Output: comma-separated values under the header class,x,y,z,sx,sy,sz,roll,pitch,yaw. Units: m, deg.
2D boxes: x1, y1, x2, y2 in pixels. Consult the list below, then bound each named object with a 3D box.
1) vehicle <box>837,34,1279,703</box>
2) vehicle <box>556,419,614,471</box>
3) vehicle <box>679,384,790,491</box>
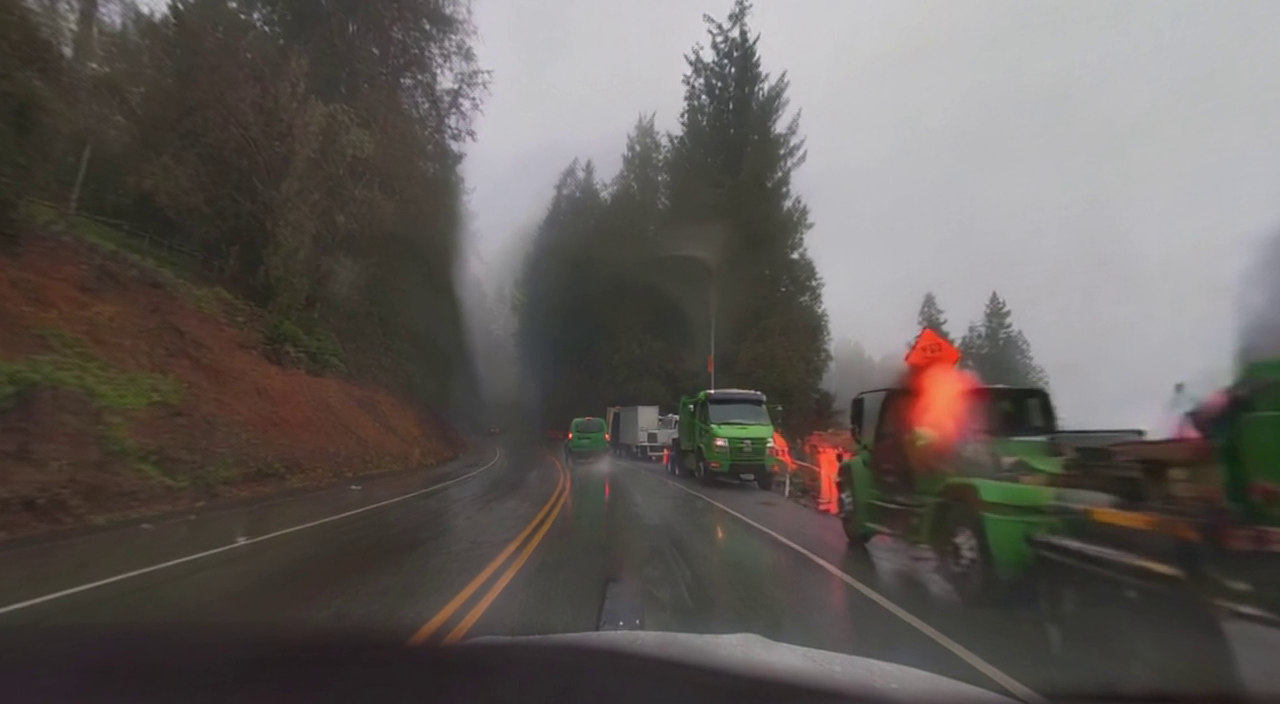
class,x,y,z,sx,sy,sz,roll,pitch,yaw
vehicle,4.560,0.544,5.331,3.126,3.310,8.534,0,-8,1
vehicle,-2.721,4.427,30.033,2.362,2.223,4.892,2,-9,-9
vehicle,2.871,2.768,20.406,2.703,3.066,4.047,1,-8,-3
